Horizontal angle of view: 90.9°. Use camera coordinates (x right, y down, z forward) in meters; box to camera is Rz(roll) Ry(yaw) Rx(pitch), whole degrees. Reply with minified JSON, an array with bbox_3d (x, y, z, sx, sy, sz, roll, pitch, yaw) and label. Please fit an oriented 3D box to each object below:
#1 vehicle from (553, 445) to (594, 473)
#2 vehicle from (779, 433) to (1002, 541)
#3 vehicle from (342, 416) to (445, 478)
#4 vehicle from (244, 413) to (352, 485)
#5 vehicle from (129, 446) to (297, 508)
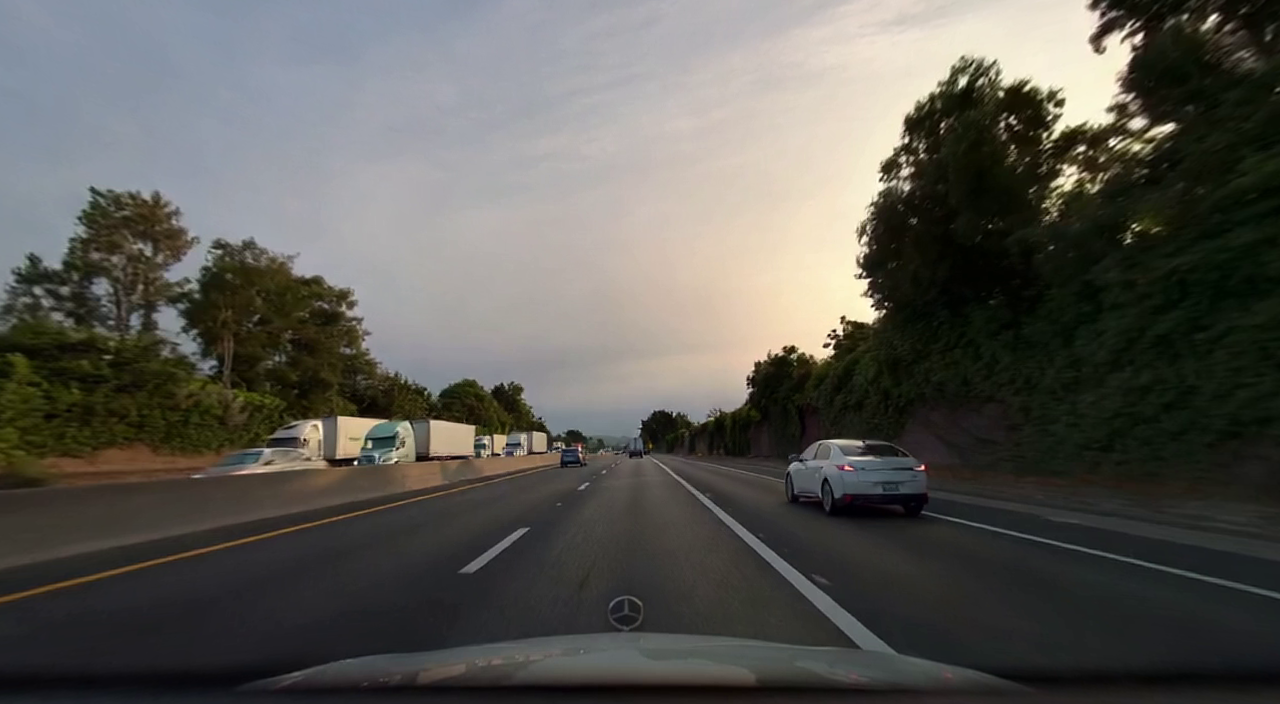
[{"bbox_3d":[-3.785,6.181,36.513,1.978,1.539,3.924,0,-9,0],"label":"vehicle"},{"bbox_3d":[4.008,2.238,11.094,2.053,1.504,4.386,0,-9,-1],"label":"vehicle"},{"bbox_3d":[-15.767,6.220,41.325,3.010,3.579,9.290,0,-9,0],"label":"vehicle"},{"bbox_3d":[-20.039,5.727,37.418,3.024,3.899,5.896,0,-9,-1],"label":"vehicle"},{"bbox_3d":[-12.049,3.528,18.202,1.965,1.557,4.069,0,-9,0],"label":"vehicle"}]
